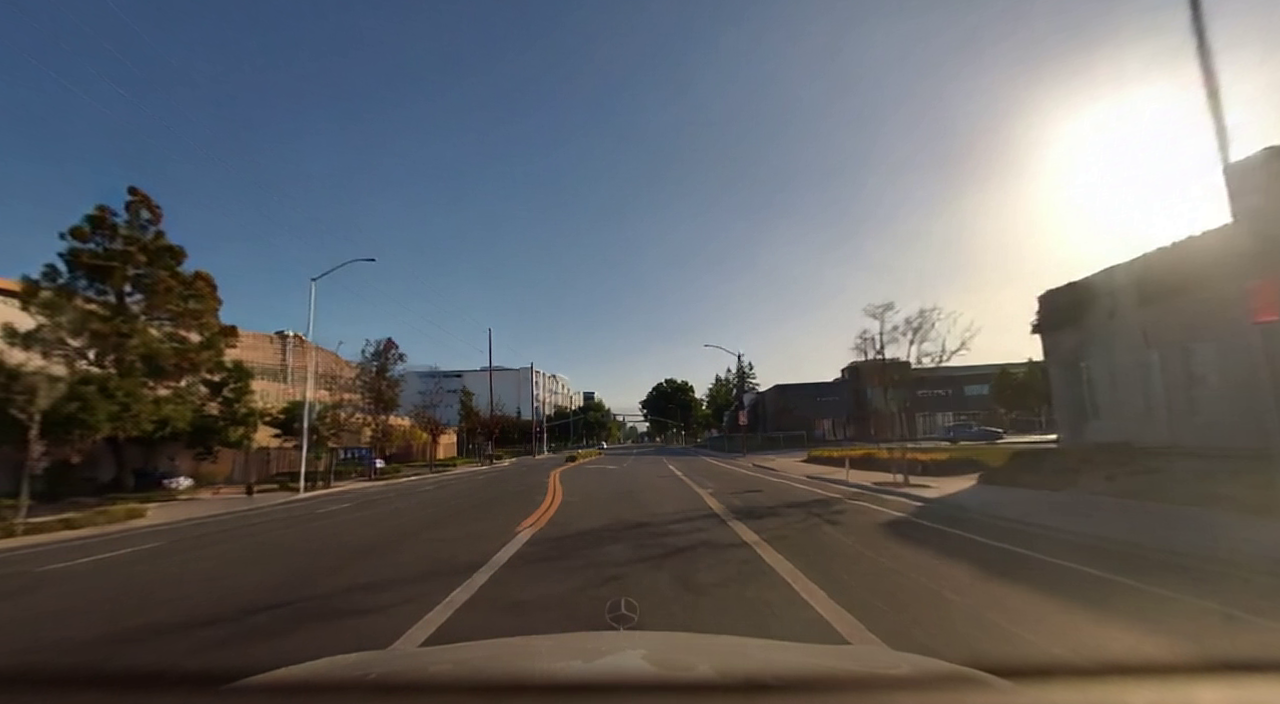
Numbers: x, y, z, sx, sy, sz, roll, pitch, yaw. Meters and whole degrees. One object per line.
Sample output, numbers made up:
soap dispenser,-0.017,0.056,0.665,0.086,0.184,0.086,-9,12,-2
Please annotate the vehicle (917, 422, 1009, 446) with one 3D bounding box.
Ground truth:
vehicle,19.777,5.039,38.809,4.621,1.393,1.824,-1,-9,3

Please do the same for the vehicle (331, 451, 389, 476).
vehicle,-21.343,8.505,48.381,2.030,1.759,4.949,-1,-8,2

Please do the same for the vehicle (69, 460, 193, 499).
vehicle,-23.682,5.915,29.646,2.067,1.644,4.216,0,-9,4
